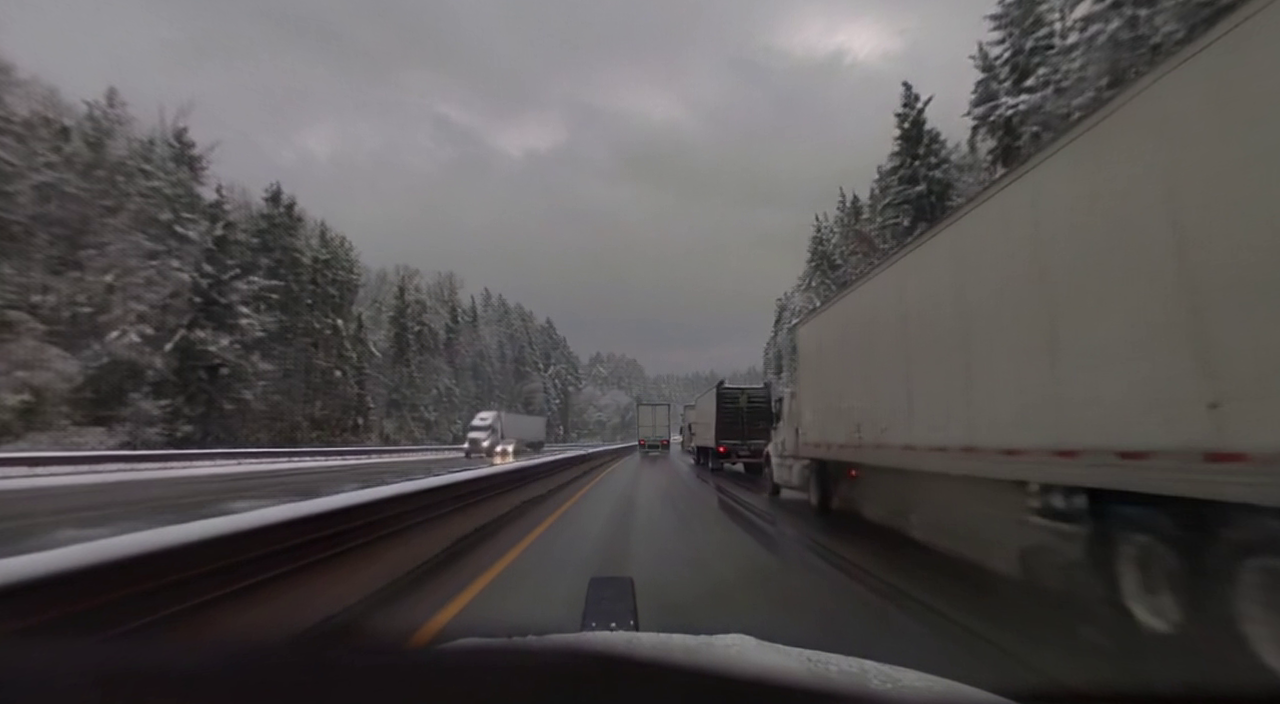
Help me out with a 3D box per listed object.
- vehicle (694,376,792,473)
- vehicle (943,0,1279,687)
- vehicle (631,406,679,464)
[{"bbox_3d":[4.967,4.057,33.731,2.851,4.077,14.289,0,-8,0],"label":"vehicle"},{"bbox_3d":[4.916,-0.267,2.753,2.843,3.940,8.349,0,-8,-1],"label":"vehicle"},{"bbox_3d":[0.883,5.215,39.302,2.644,3.247,7.454,-1,-8,1],"label":"vehicle"}]
